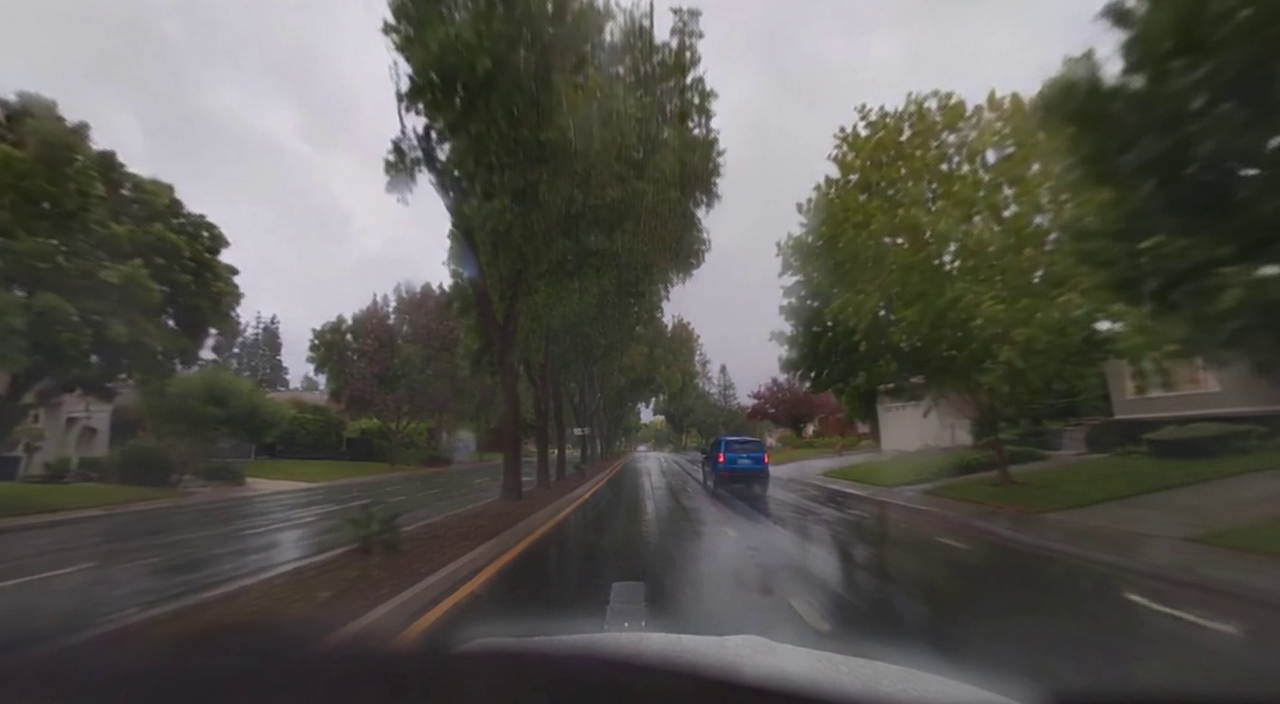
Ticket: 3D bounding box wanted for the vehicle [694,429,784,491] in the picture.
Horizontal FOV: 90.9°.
[{"bbox_3d":[3.059,3.466,20.572,2.180,1.773,4.639,0,-8,0],"label":"vehicle"}]
